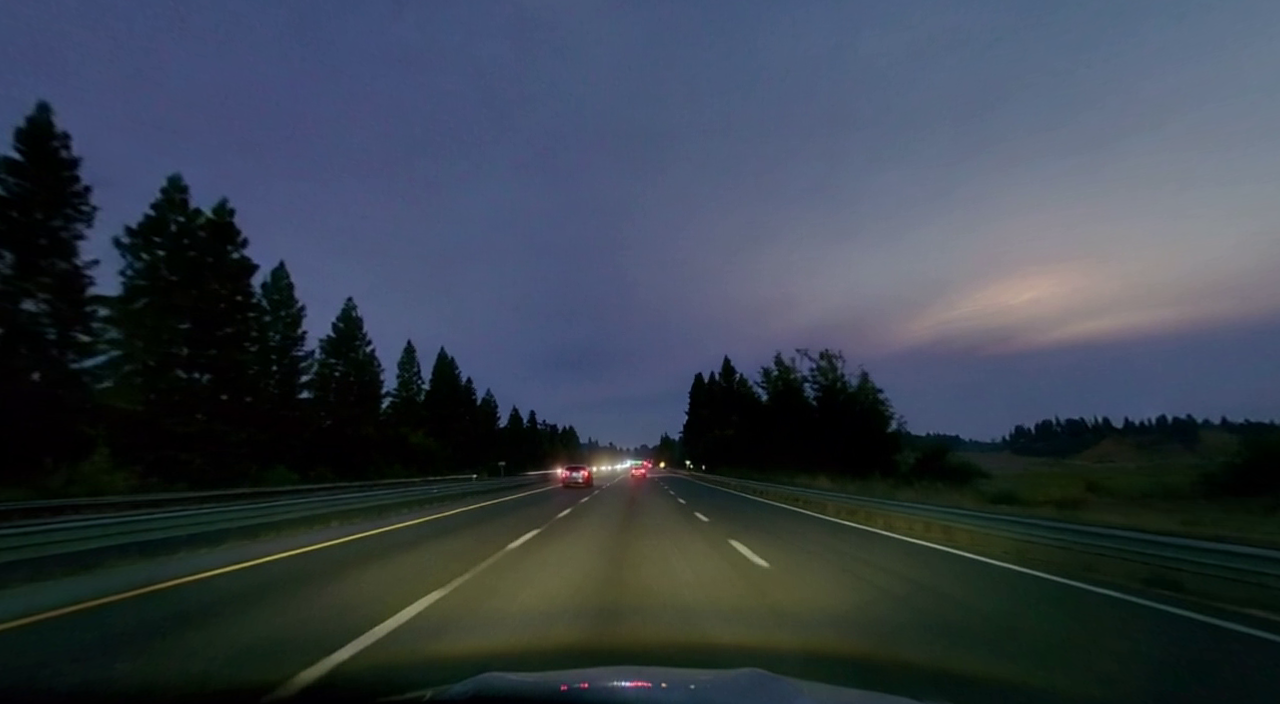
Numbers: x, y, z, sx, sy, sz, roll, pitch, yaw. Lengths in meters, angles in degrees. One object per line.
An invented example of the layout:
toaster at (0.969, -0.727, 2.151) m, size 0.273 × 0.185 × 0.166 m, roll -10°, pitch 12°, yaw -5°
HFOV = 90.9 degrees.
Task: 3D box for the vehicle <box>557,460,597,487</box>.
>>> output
vehicle at (-4.006, 7.826, 40.632) m, size 2.081 × 1.586 × 4.245 m, roll 0°, pitch -10°, yaw 0°
